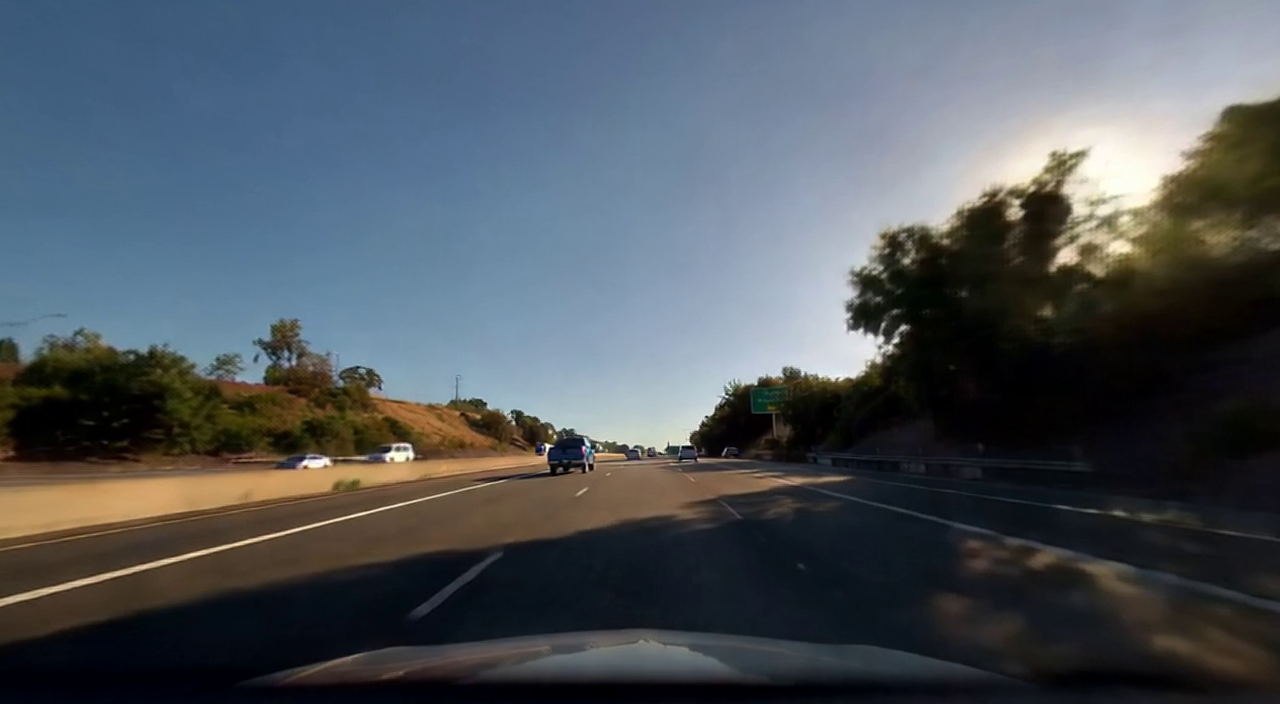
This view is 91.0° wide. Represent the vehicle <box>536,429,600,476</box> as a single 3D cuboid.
[{"bbox_3d":[-3.671,5.324,33.524,2.496,2.203,6.317,0,-9,2],"label":"vehicle"}]
